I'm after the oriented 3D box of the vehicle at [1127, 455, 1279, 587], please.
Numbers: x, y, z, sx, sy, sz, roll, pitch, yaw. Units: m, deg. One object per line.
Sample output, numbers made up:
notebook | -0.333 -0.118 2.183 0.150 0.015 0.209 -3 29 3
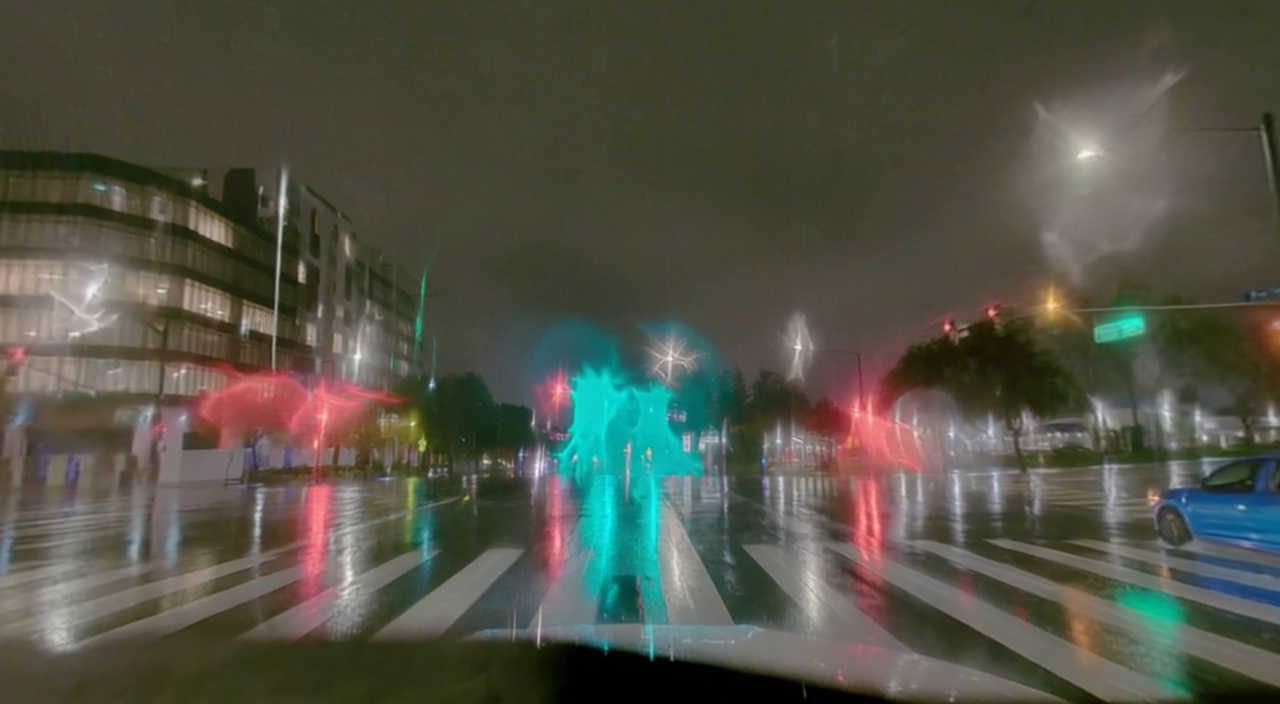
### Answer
vehicle | 8.211 1.972 7.536 1.935 1.421 4.716 -2 -9 13
